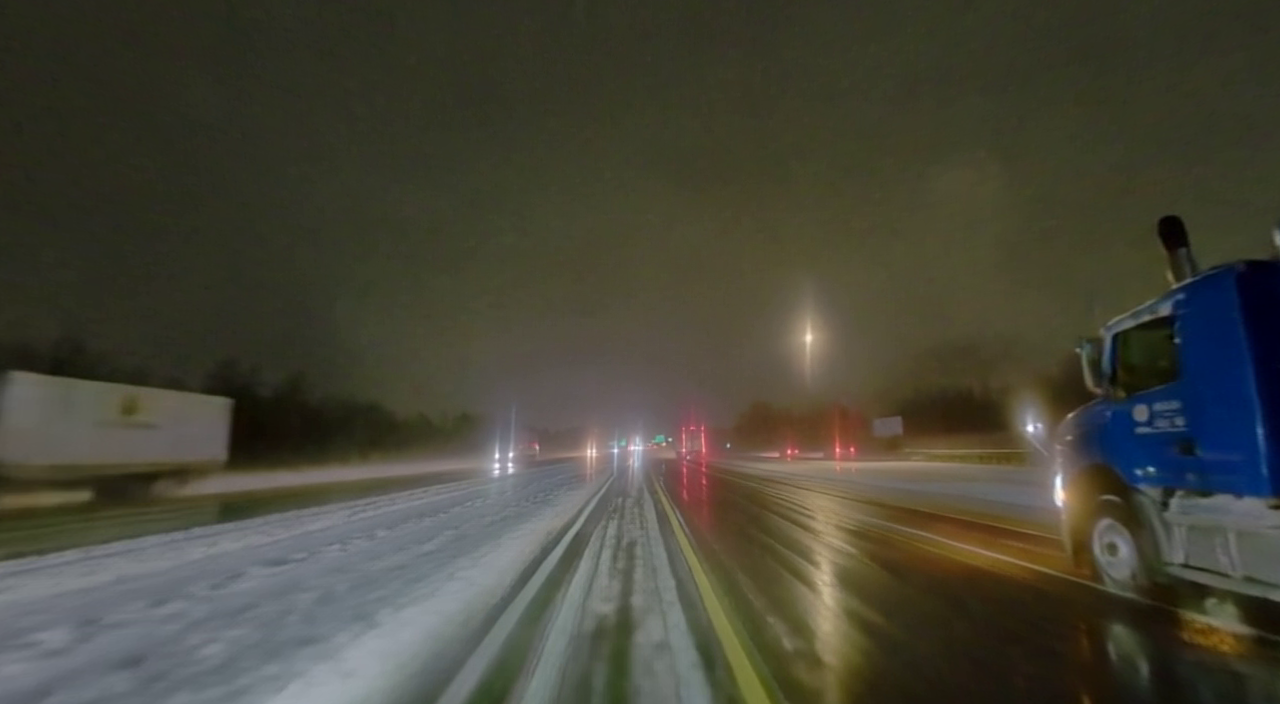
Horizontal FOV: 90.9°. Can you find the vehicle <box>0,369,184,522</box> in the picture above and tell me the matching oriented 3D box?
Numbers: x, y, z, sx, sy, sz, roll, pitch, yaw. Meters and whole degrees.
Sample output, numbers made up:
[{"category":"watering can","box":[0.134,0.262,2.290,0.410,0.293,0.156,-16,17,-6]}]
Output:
[{"category":"vehicle","box":[-16.301,2.240,15.041,2.750,3.529,10.573,0,-9,0]}]
